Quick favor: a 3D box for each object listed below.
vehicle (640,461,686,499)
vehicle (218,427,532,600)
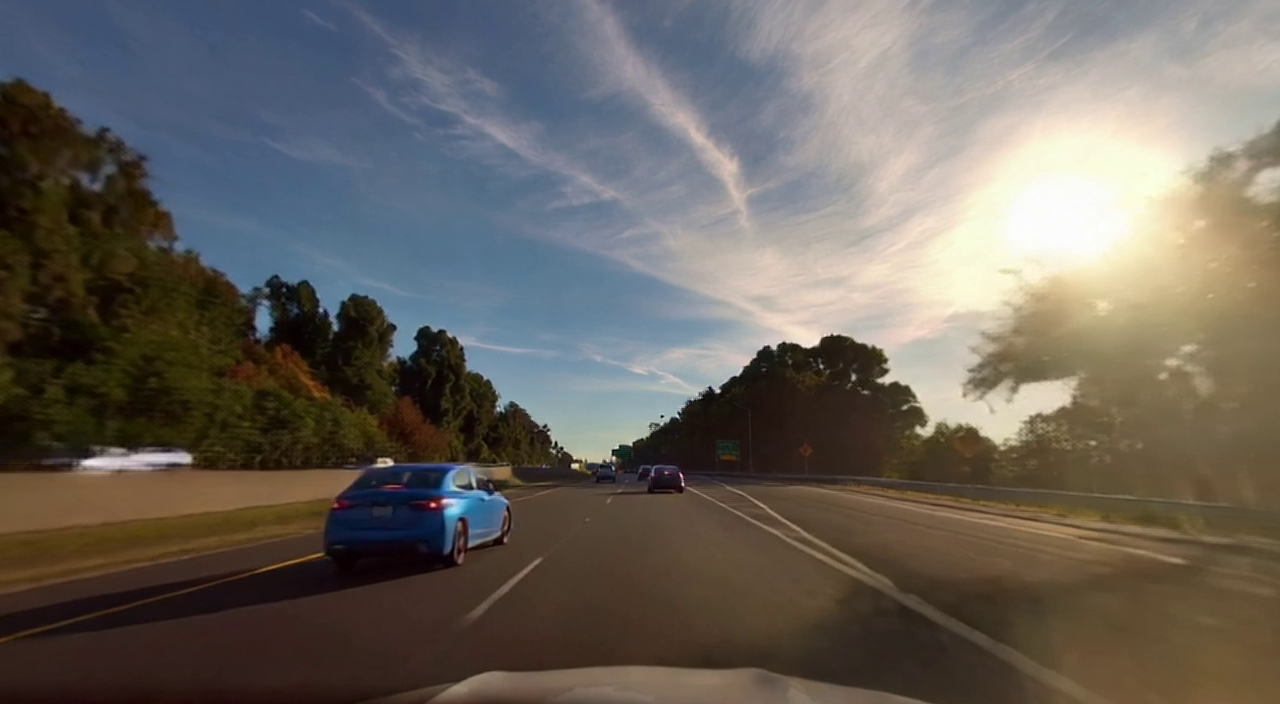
[{"bbox_3d":[0.993,5.792,28.688,1.905,1.559,3.491,1,-11,-1],"label":"vehicle"},{"bbox_3d":[-3.050,2.040,8.691,2.176,1.678,4.724,0,-11,1],"label":"vehicle"}]
